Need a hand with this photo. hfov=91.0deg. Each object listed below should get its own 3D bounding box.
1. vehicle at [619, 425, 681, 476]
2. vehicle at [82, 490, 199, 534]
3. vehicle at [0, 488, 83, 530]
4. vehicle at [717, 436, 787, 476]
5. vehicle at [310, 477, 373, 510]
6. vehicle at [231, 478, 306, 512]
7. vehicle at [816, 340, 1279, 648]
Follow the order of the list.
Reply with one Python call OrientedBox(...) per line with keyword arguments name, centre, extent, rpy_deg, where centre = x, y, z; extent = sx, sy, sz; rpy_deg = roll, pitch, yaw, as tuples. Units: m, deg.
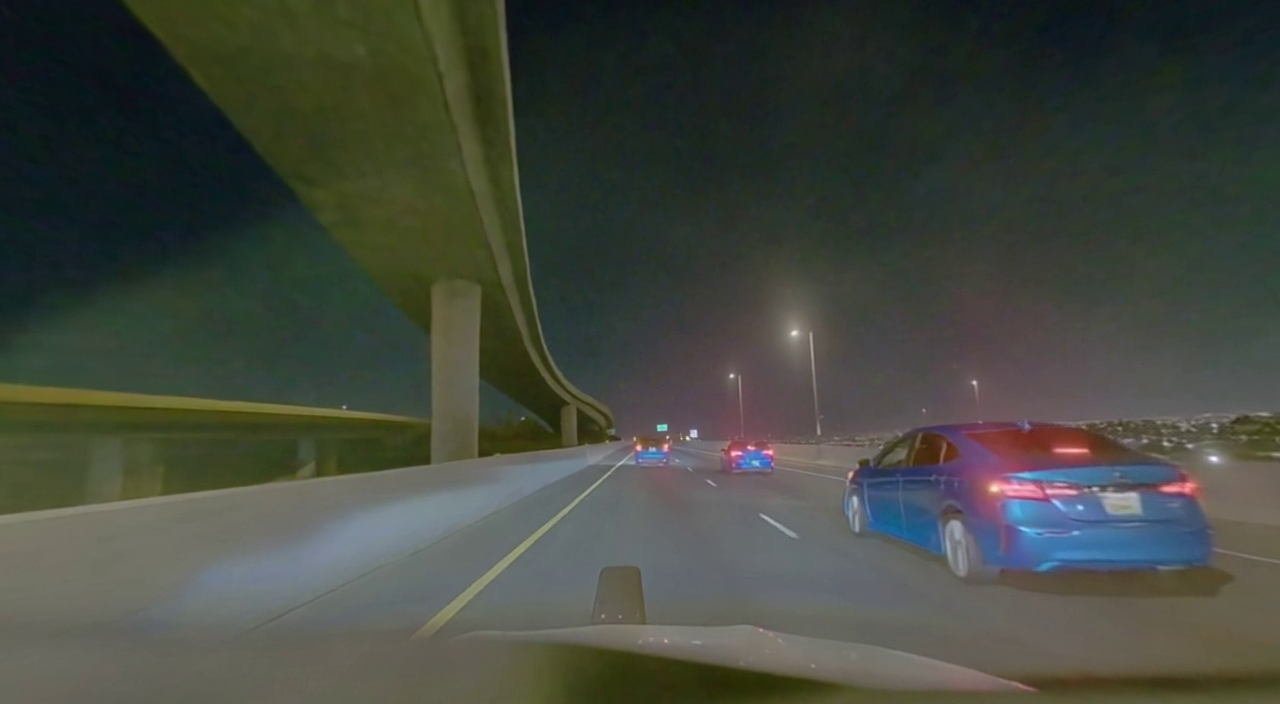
OrientedBox(name="vehicle", centre=(0.380, 3.973, 25.592), extent=(2.264, 1.841, 4.583), rpy_deg=(0, -8, 0))
OrientedBox(name="vehicle", centre=(-22.137, 7.076, 28.147), extent=(1.813, 1.498, 4.330), rpy_deg=(1, -9, -3))
OrientedBox(name="vehicle", centre=(-29.249, 7.363, 29.750), extent=(1.859, 1.524, 4.469), rpy_deg=(1, -9, -2))
OrientedBox(name="vehicle", centre=(4.544, 4.294, 26.158), extent=(2.047, 1.500, 4.017), rpy_deg=(1, -9, -2))
OrientedBox(name="vehicle", centre=(-18.835, 8.921, 39.967), extent=(1.939, 1.689, 4.298), rpy_deg=(1, -9, -2))
OrientedBox(name="vehicle", centre=(-22.642, 8.718, 38.600), extent=(1.920, 1.675, 4.655), rpy_deg=(1, -9, -2))
OrientedBox(name="vehicle", centre=(4.001, 1.337, 7.025), extent=(2.404, 2.014, 5.655), rpy_deg=(0, -8, 0))
